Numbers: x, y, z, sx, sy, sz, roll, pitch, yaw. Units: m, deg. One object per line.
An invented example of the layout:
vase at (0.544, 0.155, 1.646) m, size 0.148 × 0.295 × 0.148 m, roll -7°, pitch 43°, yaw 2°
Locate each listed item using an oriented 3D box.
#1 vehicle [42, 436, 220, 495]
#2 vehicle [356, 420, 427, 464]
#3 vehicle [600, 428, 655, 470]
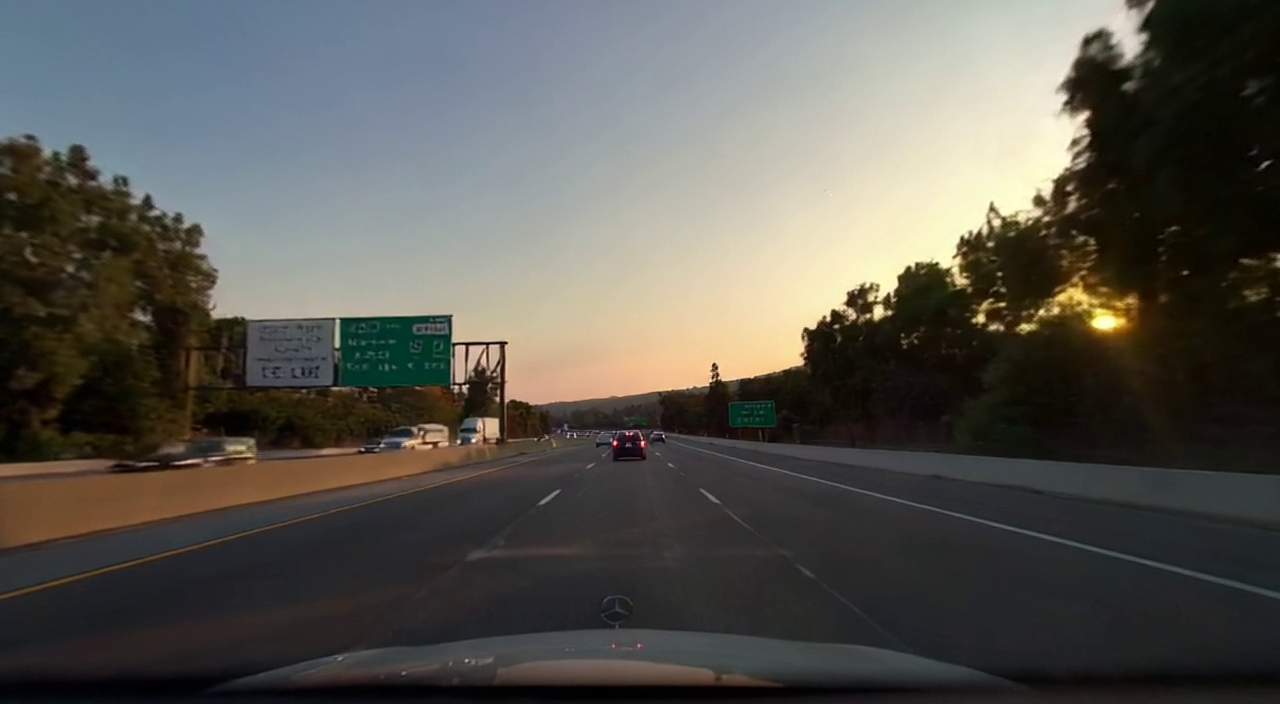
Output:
vehicle at (-16.037, 3.545, 20.256) m, size 2.001 × 1.671 × 4.427 m, roll 0°, pitch -8°, yaw 0°
vehicle at (-16.291, 5.919, 41.782) m, size 2.321 × 2.674 × 5.828 m, roll 0°, pitch -8°, yaw -1°
vehicle at (-0.514, 3.986, 26.247) m, size 2.094 × 1.600 × 3.666 m, roll 0°, pitch -8°, yaw -1°
